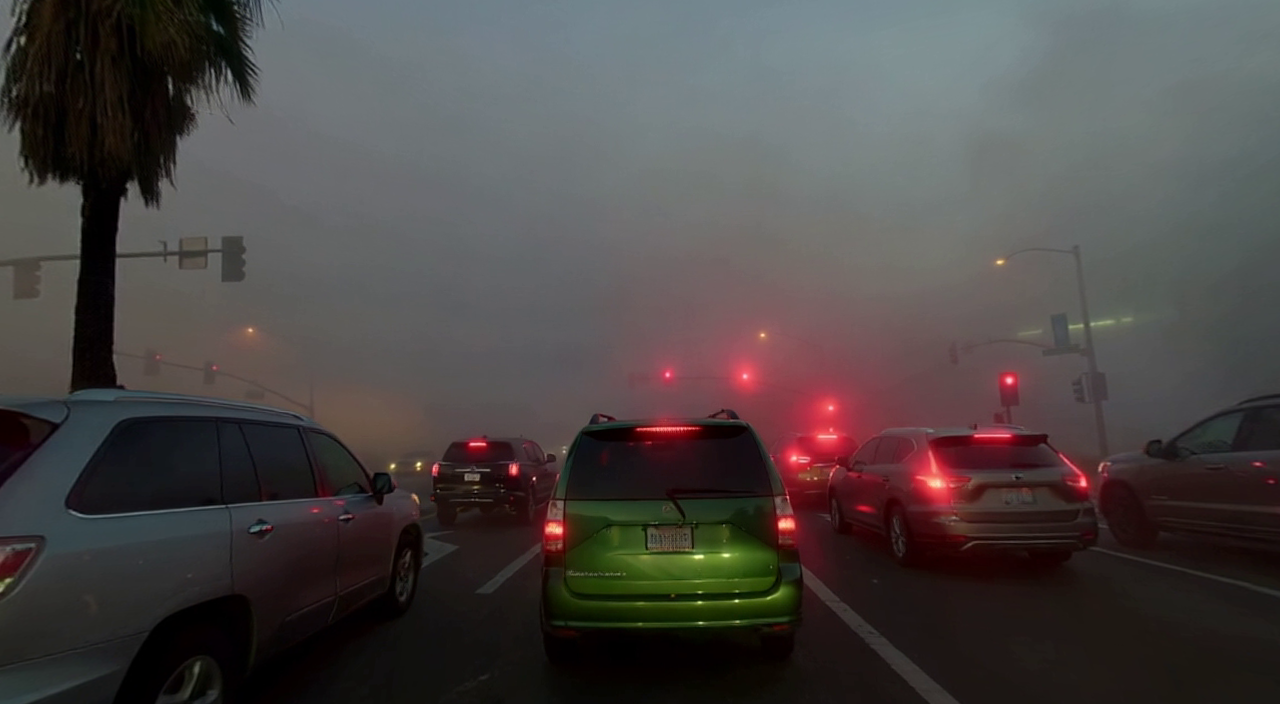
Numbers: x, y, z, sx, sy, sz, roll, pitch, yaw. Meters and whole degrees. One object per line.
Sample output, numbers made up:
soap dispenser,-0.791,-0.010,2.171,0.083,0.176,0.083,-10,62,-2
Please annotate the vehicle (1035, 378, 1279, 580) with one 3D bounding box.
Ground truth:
vehicle,7.325,1.343,6.842,2.337,1.925,5.728,0,-8,1

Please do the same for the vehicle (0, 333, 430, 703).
vehicle,-3.163,1.080,3.915,2.171,1.702,4.416,0,-9,0

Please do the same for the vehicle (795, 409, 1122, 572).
vehicle,4.010,1.850,9.273,2.072,1.704,5.170,0,-9,-1

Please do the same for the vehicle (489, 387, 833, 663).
vehicle,0.164,1.376,6.036,2.123,1.704,4.128,0,-9,1
